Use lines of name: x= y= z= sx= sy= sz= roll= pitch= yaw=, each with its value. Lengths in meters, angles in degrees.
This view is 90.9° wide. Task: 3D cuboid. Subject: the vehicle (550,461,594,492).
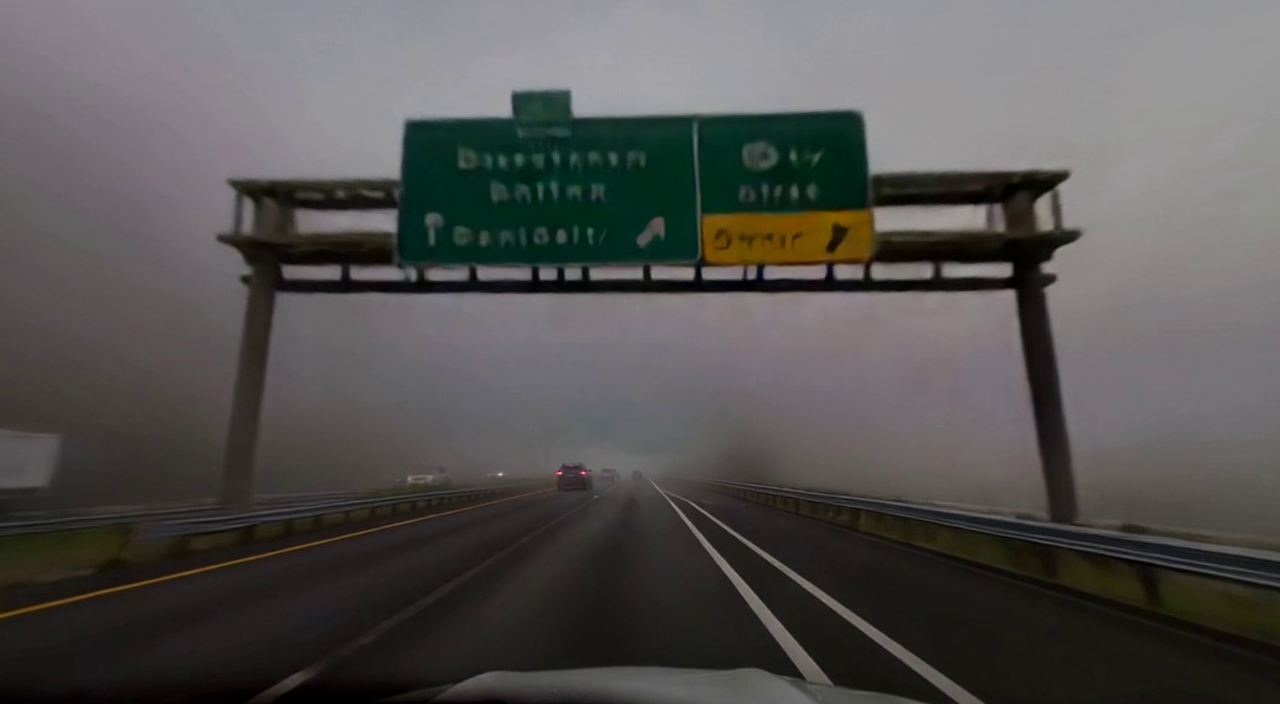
vehicle: x=-4.331 y=8.089 z=41.109 sx=2.254 sy=1.809 sz=5.839 roll=1 pitch=-11 yaw=0
